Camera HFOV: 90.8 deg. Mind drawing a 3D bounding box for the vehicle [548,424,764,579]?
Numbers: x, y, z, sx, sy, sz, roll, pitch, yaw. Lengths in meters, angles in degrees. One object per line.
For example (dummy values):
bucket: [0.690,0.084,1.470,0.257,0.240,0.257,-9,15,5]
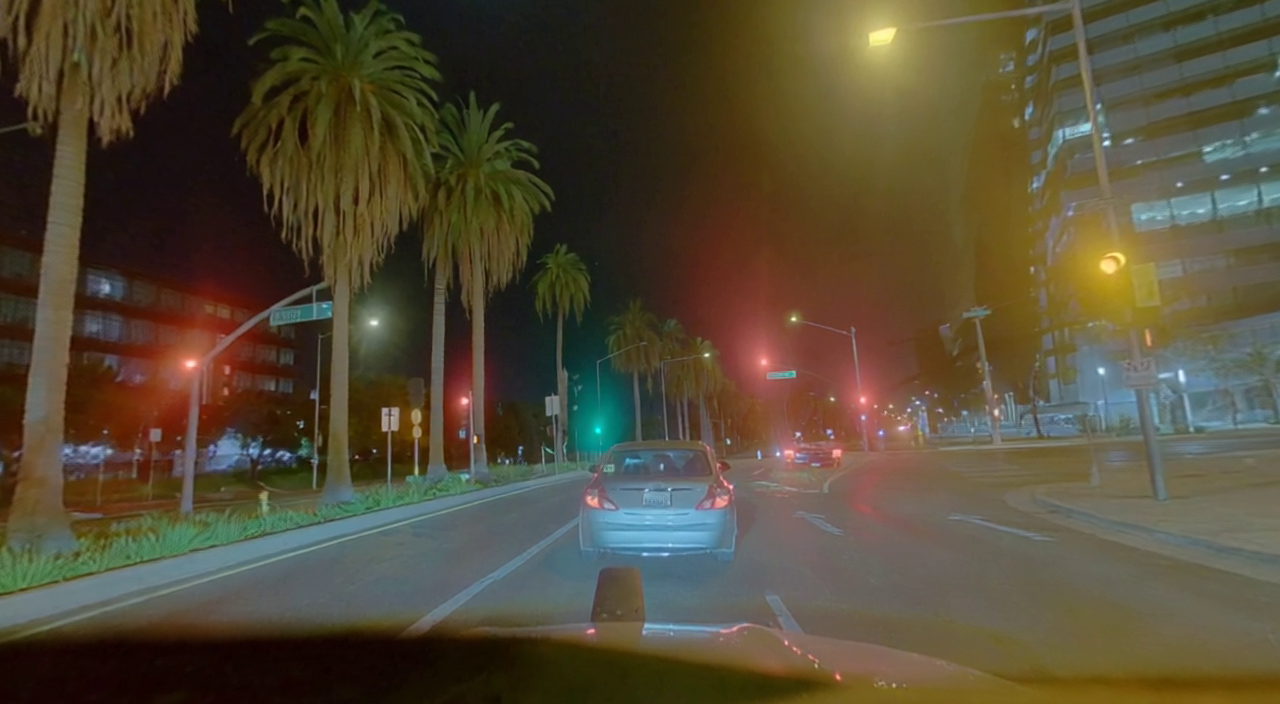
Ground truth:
vehicle: [0.189,1.768,8.260,2.096,1.492,4.071,0,-9,1]
